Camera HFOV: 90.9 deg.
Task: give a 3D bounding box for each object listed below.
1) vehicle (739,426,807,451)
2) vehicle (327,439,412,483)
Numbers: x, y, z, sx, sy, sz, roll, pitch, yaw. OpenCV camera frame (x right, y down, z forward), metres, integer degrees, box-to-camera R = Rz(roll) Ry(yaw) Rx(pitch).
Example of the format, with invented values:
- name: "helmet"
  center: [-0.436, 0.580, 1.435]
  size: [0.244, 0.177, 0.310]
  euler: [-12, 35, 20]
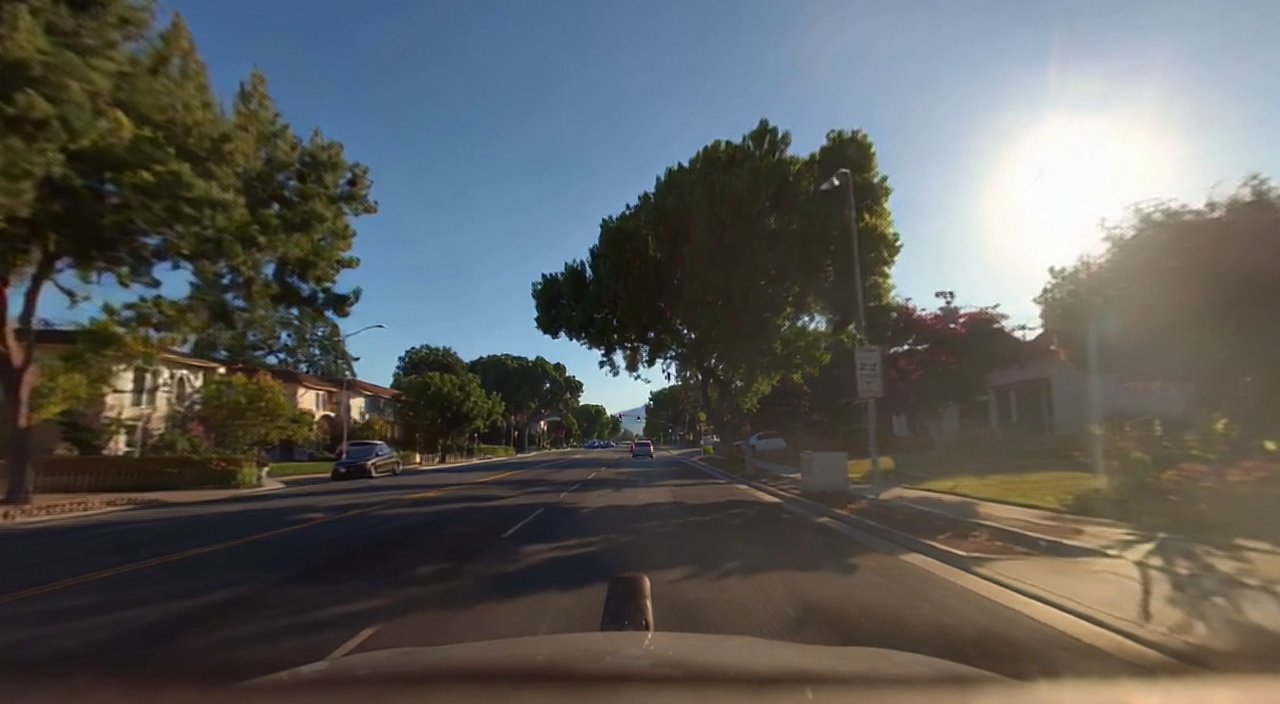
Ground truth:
- name: "vehicle"
  center: [10.279, 6.741, 49.086]
  size: [4.746, 1.485, 1.916]
  euler: [-5, -8, -1]
- name: "vehicle"
  center: [-14.265, 5.714, 33.627]
  size: [2.337, 1.850, 5.448]
  euler: [-4, -6, -3]
